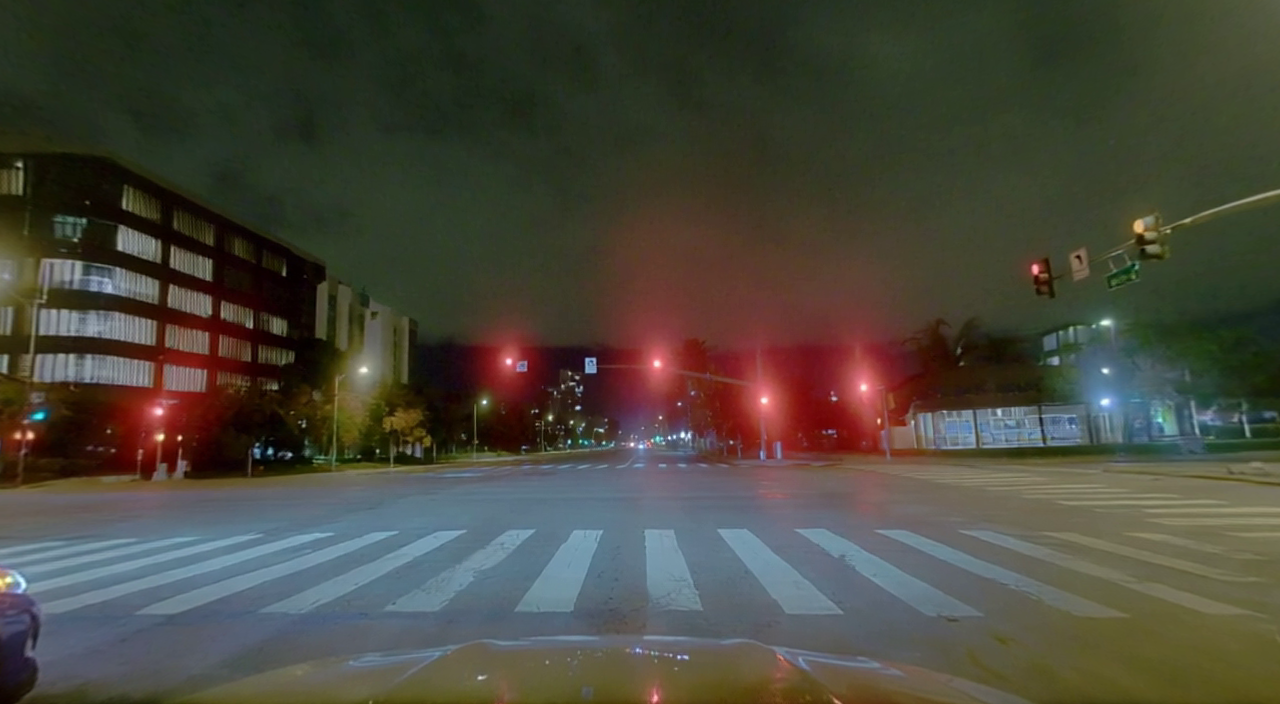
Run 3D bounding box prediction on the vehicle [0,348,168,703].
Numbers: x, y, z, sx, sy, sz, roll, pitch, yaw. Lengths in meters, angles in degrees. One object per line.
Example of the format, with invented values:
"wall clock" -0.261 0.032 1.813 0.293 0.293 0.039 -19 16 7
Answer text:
"vehicle" -3.637 0.620 1.056 2.109 1.692 4.587 0 -8 0
